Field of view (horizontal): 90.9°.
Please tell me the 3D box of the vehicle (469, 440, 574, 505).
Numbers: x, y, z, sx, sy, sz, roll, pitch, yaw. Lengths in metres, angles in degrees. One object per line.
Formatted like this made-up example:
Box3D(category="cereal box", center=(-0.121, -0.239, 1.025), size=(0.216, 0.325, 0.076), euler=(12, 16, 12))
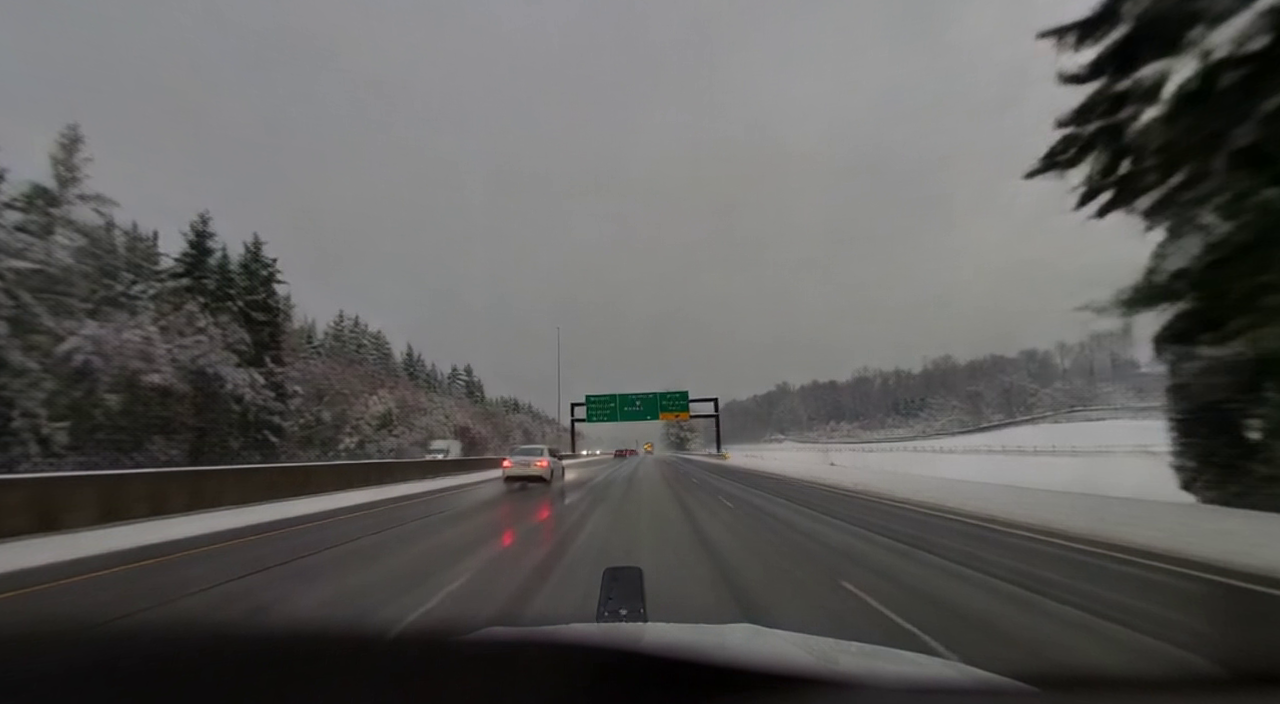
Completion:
Box3D(category="vehicle", center=(-3.066, 3.221, 17.243), size=(1.936, 1.545, 4.116), euler=(0, -9, 2))
